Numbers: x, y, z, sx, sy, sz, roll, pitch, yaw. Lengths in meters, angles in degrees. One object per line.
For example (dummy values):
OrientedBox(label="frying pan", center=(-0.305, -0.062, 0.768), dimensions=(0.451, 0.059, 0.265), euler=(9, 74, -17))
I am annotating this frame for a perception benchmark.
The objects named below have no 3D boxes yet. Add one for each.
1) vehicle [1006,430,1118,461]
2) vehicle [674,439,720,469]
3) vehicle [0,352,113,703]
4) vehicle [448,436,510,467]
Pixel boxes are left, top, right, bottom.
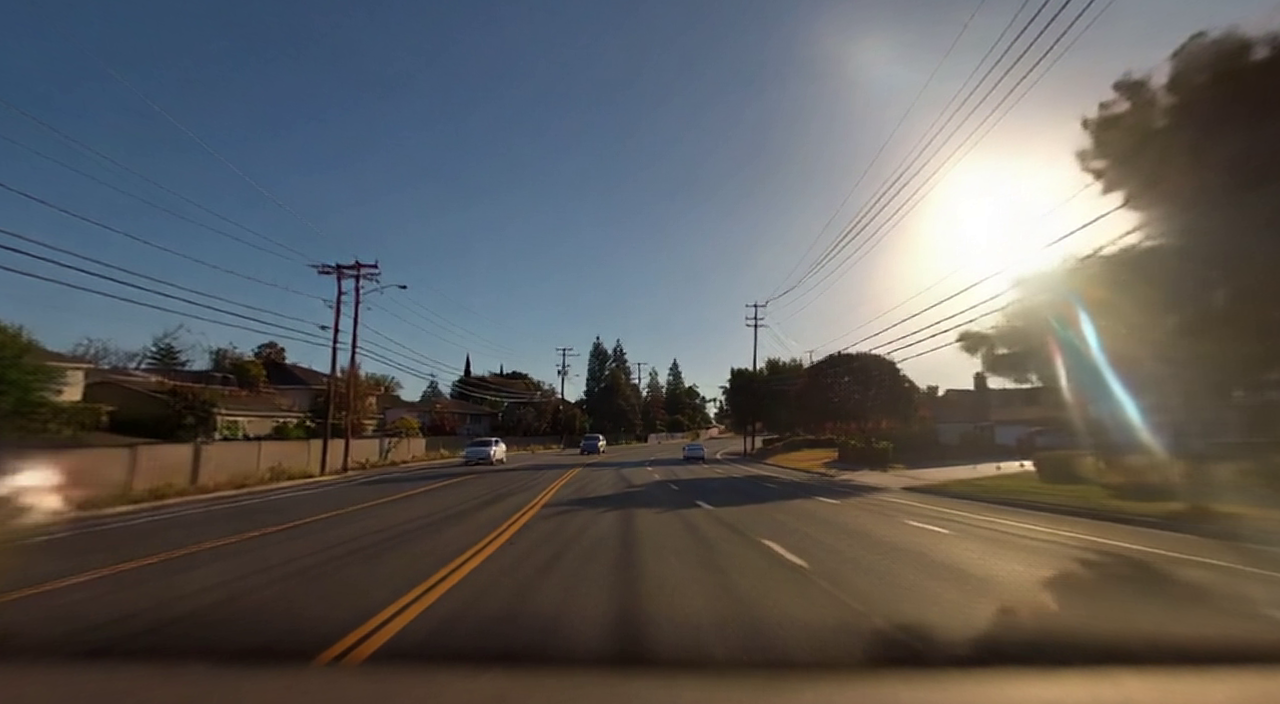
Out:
OrientedBox(label="vehicle", center=(21.733, 4.823, 32.537), dimensions=(4.444, 1.479, 1.913), euler=(0, -8, -3))
OrientedBox(label="vehicle", center=(2.928, 5.336, 33.103), dimensions=(1.982, 1.451, 4.152), euler=(0, -9, -1))
OrientedBox(label="vehicle", center=(-4.140, 0.637, 1.187), dimensions=(2.205, 1.769, 4.589), euler=(-1, -9, 2))
OrientedBox(label="vehicle", center=(-8.501, 5.316, 33.777), dimensions=(2.019, 1.476, 4.786), euler=(0, -9, 0))
